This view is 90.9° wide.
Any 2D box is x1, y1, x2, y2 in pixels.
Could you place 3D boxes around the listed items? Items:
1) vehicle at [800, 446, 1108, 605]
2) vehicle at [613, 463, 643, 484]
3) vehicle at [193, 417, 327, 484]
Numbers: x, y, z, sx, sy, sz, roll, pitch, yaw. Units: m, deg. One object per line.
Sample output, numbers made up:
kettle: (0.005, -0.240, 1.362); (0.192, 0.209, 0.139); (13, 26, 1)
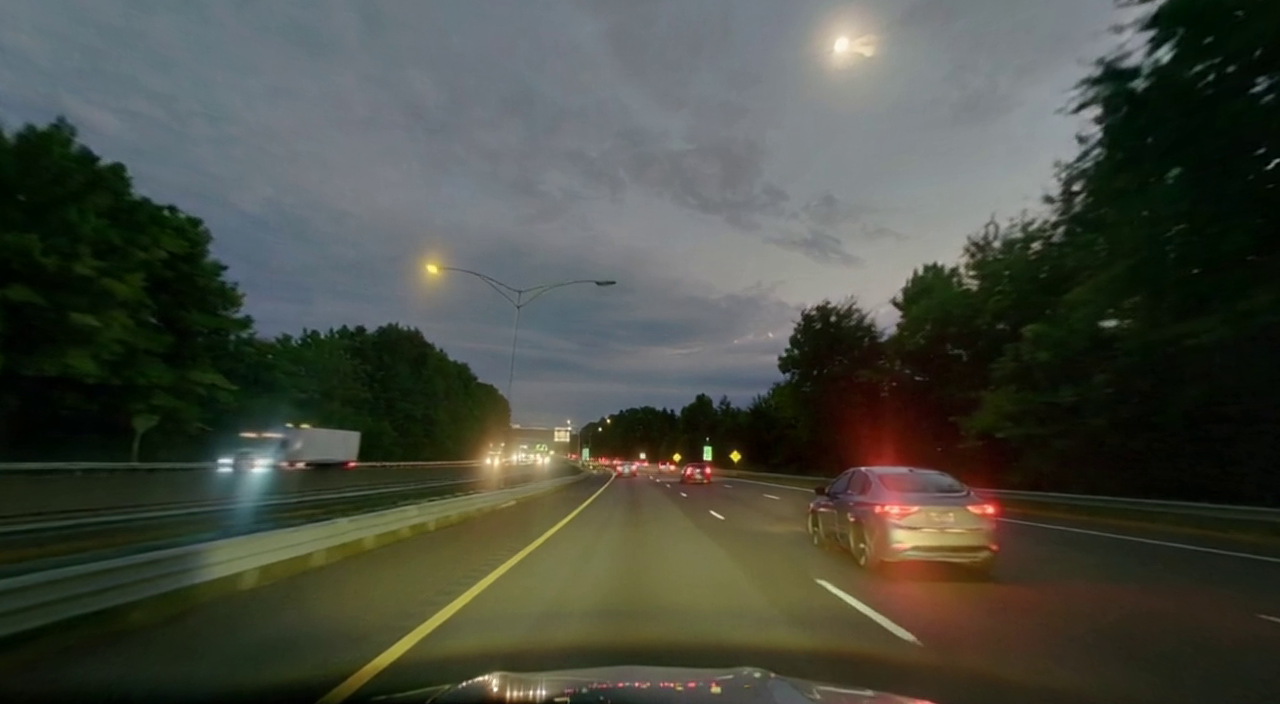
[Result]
vehicle: (3.929, 2.268, 8.961); (2.132, 1.662, 4.180); (1, -11, -1)
vehicle: (-0.923, 9.518, 49.454); (2.242, 1.525, 4.305); (1, -11, -1)
vehicle: (-17.500, 4.711, 29.581); (2.486, 2.753, 5.968); (1, -11, -1)
